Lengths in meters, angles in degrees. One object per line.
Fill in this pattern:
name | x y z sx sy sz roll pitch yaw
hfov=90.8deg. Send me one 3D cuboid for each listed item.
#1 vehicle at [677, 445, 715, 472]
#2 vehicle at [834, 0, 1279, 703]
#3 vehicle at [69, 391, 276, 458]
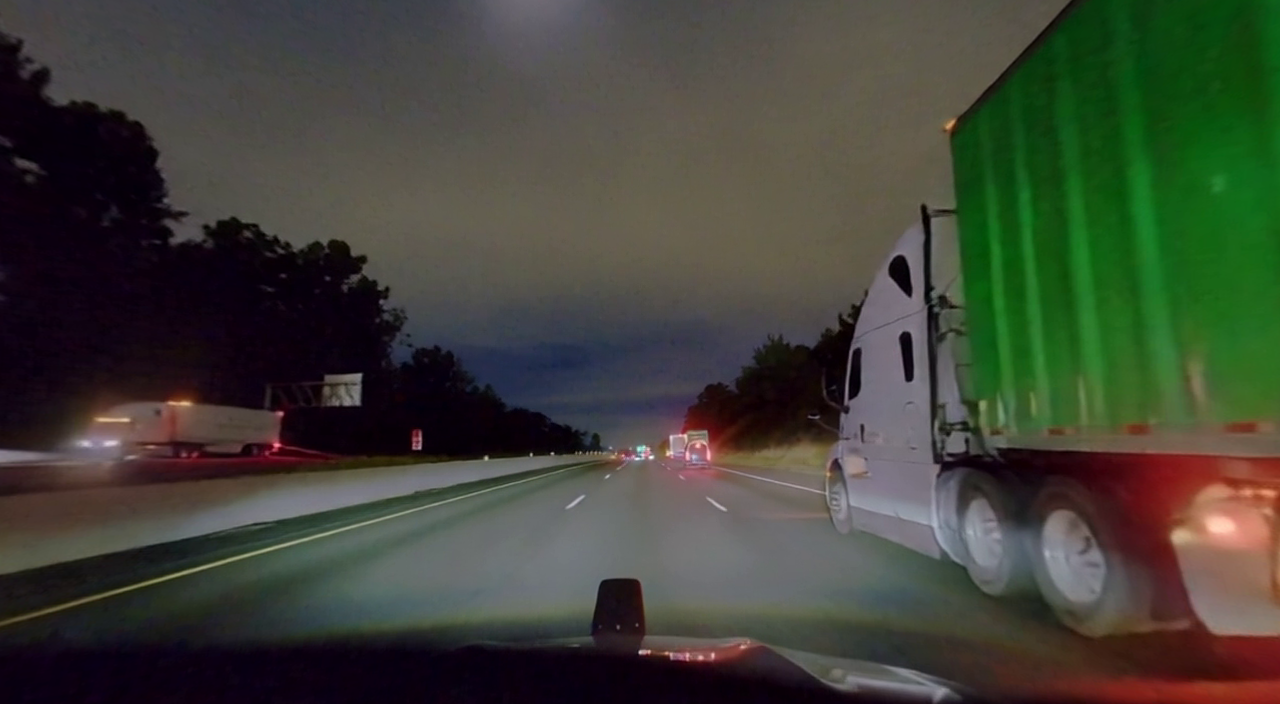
vehicle | 3.489 6.698 39.878 2.019 1.601 3.953 0 -9 0
vehicle | 4.563 -0.810 0.810 3.115 4.407 17.026 0 -9 0
vehicle | -34.286 5.776 47.934 2.818 4.231 15.097 -1 -9 6
